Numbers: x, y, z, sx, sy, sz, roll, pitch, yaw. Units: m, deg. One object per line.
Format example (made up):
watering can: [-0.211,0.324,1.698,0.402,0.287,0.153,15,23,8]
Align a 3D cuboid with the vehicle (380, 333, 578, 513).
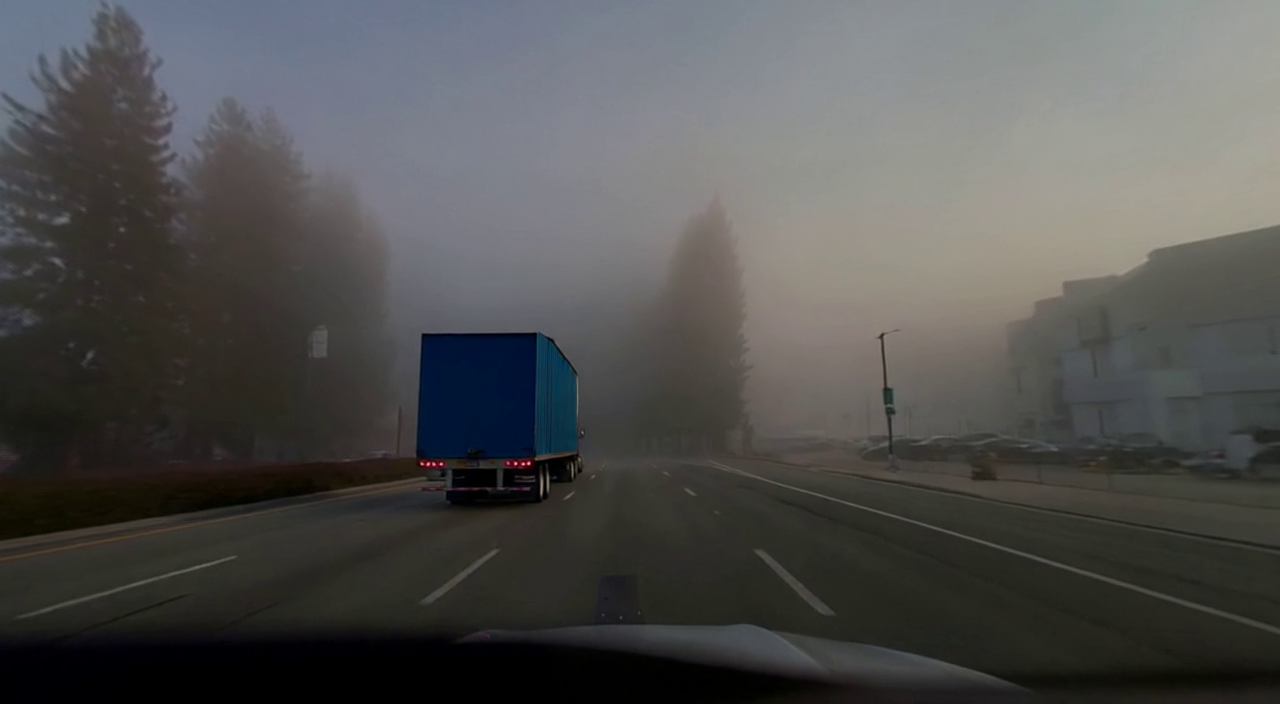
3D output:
vehicle: [-3.440,1.924,16.222,2.910,3.419,8.376,0,-8,0]
